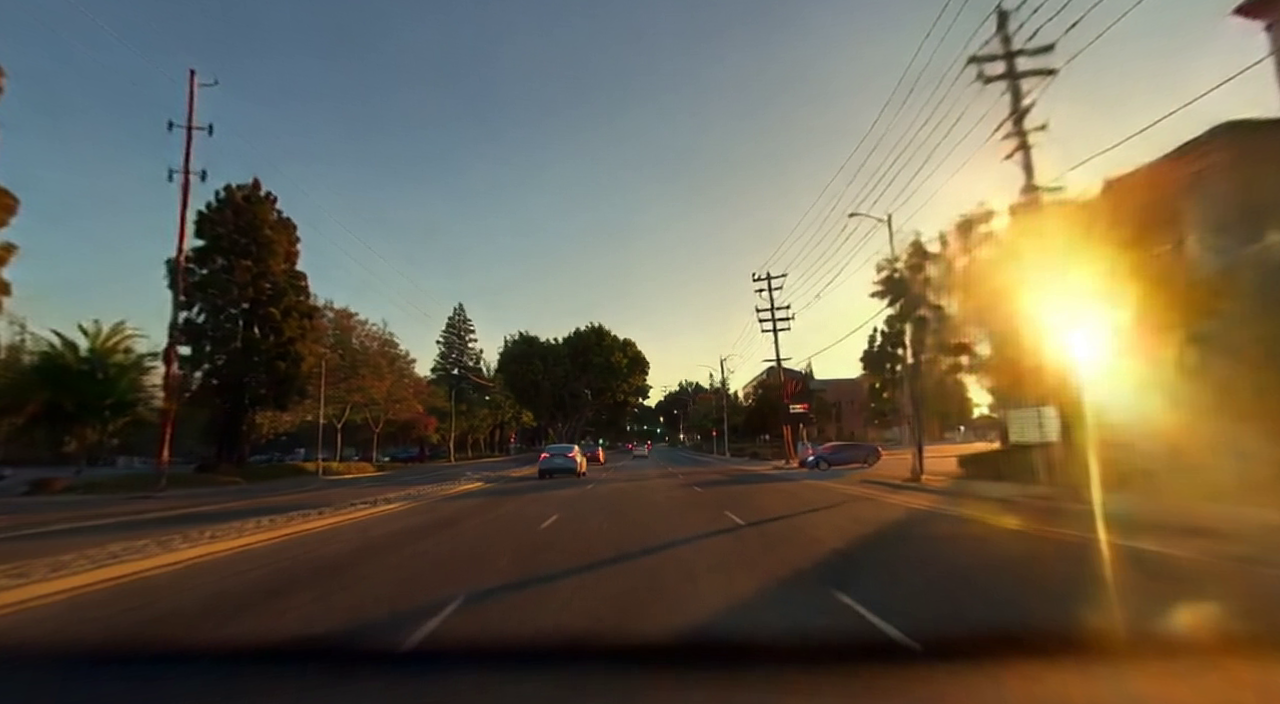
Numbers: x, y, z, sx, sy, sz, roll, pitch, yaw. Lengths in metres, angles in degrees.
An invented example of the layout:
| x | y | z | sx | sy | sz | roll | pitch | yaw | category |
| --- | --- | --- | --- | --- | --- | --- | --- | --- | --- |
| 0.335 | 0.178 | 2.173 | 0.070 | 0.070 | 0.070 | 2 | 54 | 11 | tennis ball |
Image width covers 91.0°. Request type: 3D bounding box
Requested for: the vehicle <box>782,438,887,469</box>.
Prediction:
| x | y | z | sx | sy | sz | roll | pitch | yaw | category |
| --- | --- | --- | --- | --- | --- | --- | --- | --- | --- |
| 10.357 | 5.427 | 33.715 | 4.885 | 1.576 | 2.024 | 1 | -9 | -6 | vehicle |

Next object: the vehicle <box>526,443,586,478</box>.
| x | y | z | sx | sy | sz | roll | pitch | yaw | category |
| --- | --- | --- | --- | --- | --- | --- | --- | --- | --- |
| -3.642 | 4.801 | 28.180 | 2.076 | 1.444 | 4.328 | 0 | -9 | 0 | vehicle |
